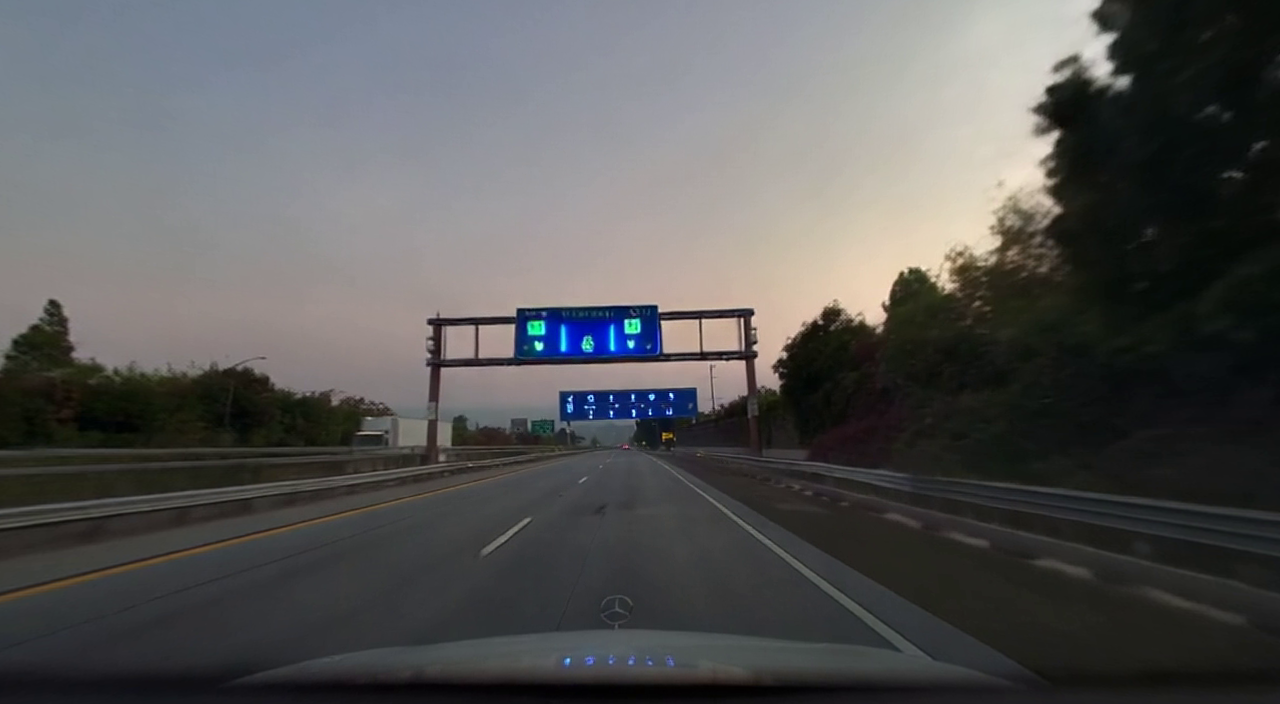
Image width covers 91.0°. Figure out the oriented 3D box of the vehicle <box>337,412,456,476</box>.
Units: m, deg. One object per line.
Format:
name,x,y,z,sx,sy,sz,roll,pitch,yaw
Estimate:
vehicle,-17.319,6.751,46.452,3.238,3.929,13.277,-1,-8,1
